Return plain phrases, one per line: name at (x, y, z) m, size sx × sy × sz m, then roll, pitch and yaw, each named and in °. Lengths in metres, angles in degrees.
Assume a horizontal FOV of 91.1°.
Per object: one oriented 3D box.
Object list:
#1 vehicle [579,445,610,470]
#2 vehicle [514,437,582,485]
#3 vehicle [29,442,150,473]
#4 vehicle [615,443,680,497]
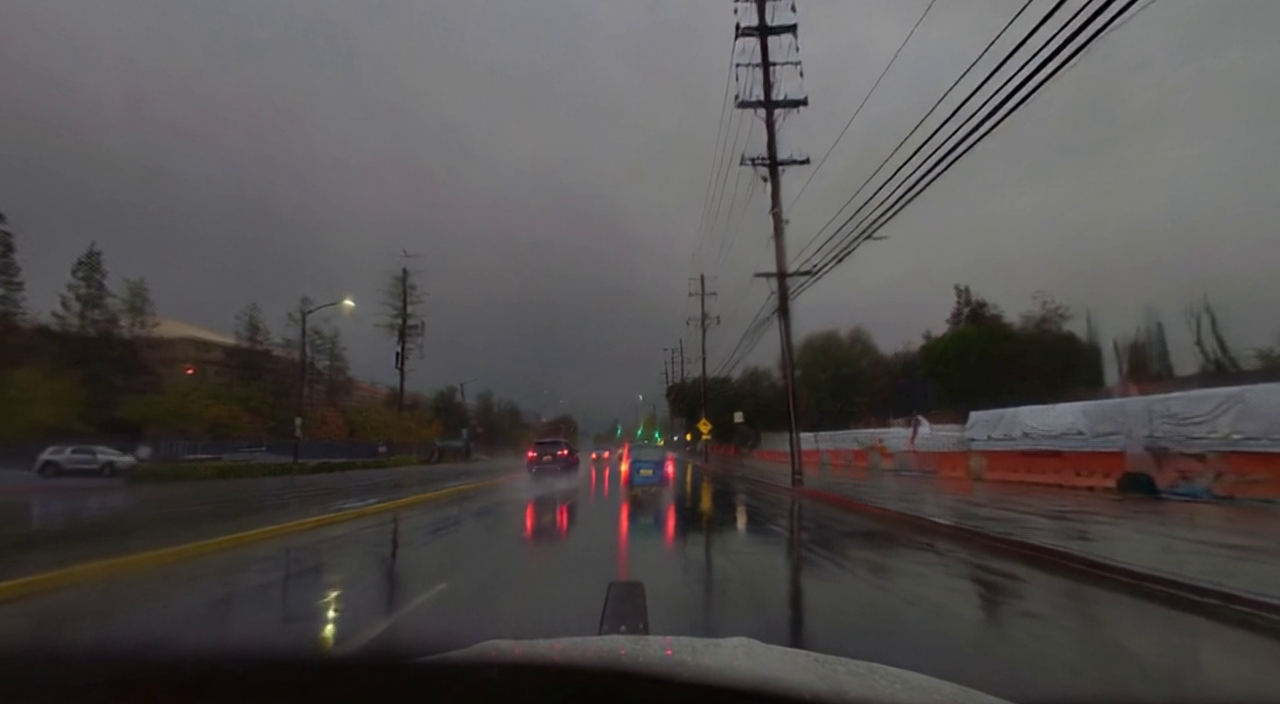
vehicle at (-3.371, 7.934, 47.465) m, size 1.910 × 1.713 × 4.786 m, roll 0°, pitch -8°, yaw 1°
vehicle at (-3.698, 4.478, 26.060) m, size 2.078 × 1.804 × 4.387 m, roll 0°, pitch -8°, yaw 2°
vehicle at (-31.884, 6.113, 36.457) m, size 5.155 × 1.679 × 1.934 m, roll 0°, pitch -8°, yaw 0°
vehicle at (0.246, 4.038, 21.880) m, size 2.059 × 1.691 × 3.980 m, roll 0°, pitch -8°, yaw 0°
